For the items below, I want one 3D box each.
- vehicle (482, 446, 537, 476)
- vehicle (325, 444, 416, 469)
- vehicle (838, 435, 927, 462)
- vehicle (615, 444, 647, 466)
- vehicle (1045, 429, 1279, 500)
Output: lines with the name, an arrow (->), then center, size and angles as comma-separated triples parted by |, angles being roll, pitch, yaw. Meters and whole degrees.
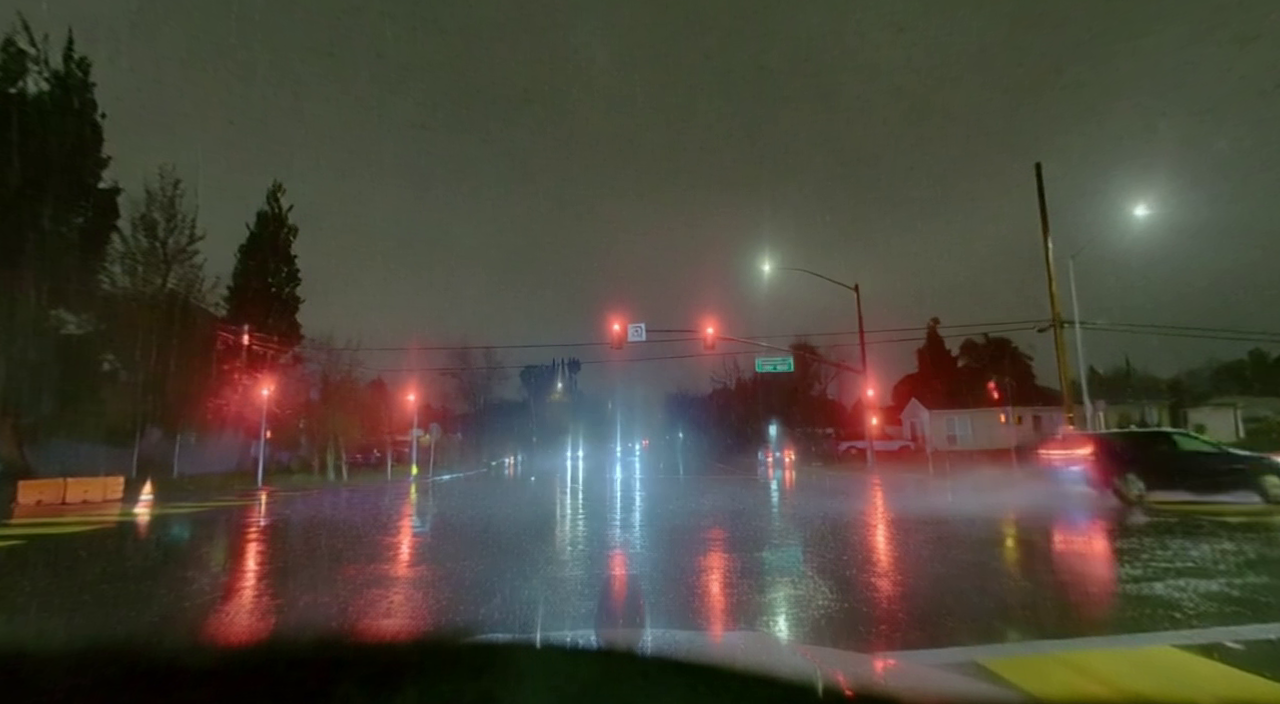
vehicle -> -6.594, 5.539, 32.407 | 1.881, 1.452, 4.121 | 0, -8, 0
vehicle -> -16.387, 6.375, 38.594 | 4.713, 1.409, 1.918 | 0, -8, -2
vehicle -> 15.384, 6.174, 40.314 | 4.892, 1.656, 1.856 | 0, -8, 0
vehicle -> -0.585, 7.098, 43.708 | 2.105, 1.457, 4.173 | 0, -8, -1
vehicle -> 12.577, 2.574, 14.717 | 4.860, 1.483, 2.077 | 0, -8, -2
